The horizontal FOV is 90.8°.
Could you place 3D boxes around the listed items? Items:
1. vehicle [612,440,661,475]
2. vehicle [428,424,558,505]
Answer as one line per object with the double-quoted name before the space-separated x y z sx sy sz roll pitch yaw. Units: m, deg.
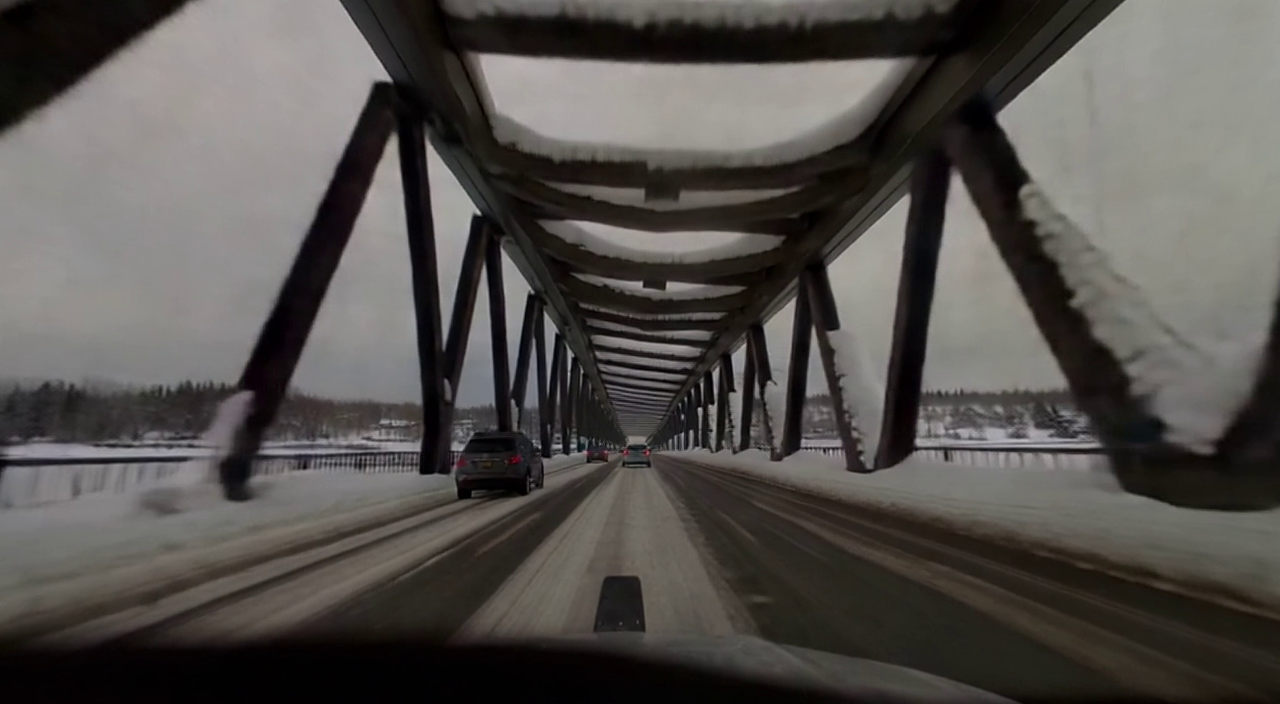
"vehicle" -0.157 4.765 28.699 2.048 1.450 3.973 0 -8 0
"vehicle" -3.620 2.888 16.633 2.190 1.807 4.741 -1 -8 1
